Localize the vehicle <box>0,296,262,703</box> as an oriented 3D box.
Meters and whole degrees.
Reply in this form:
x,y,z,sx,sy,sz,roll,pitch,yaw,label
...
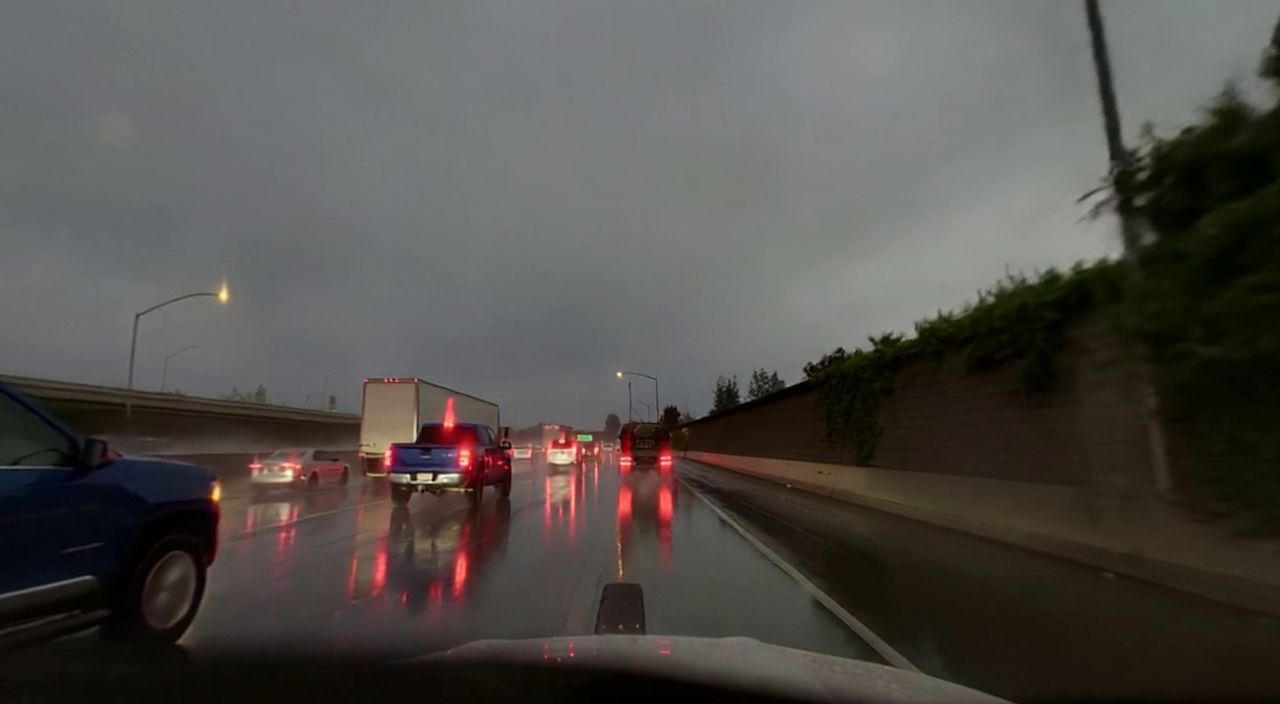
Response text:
x,y,z,sx,sy,sz,roll,pitch,yaw,label
-3.553,0.581,1.351,2.303,1.835,5.044,-1,-8,1,vehicle

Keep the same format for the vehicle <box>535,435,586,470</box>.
x,y,z,sx,sy,sz,roll,pitch,yaw,label
-4.594,5.897,37.325,2.329,1.859,4.823,-1,-8,1,vehicle

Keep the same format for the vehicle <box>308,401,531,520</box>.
x,y,z,sx,sy,sz,roll,pitch,yaw,label
-4.181,2.224,13.455,2.575,1.958,5.730,-1,-8,1,vehicle

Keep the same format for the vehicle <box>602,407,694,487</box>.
x,y,z,sx,sy,sz,roll,pitch,yaw,label
0.127,3.540,23.804,2.886,2.471,7.692,0,-8,-2,vehicle
